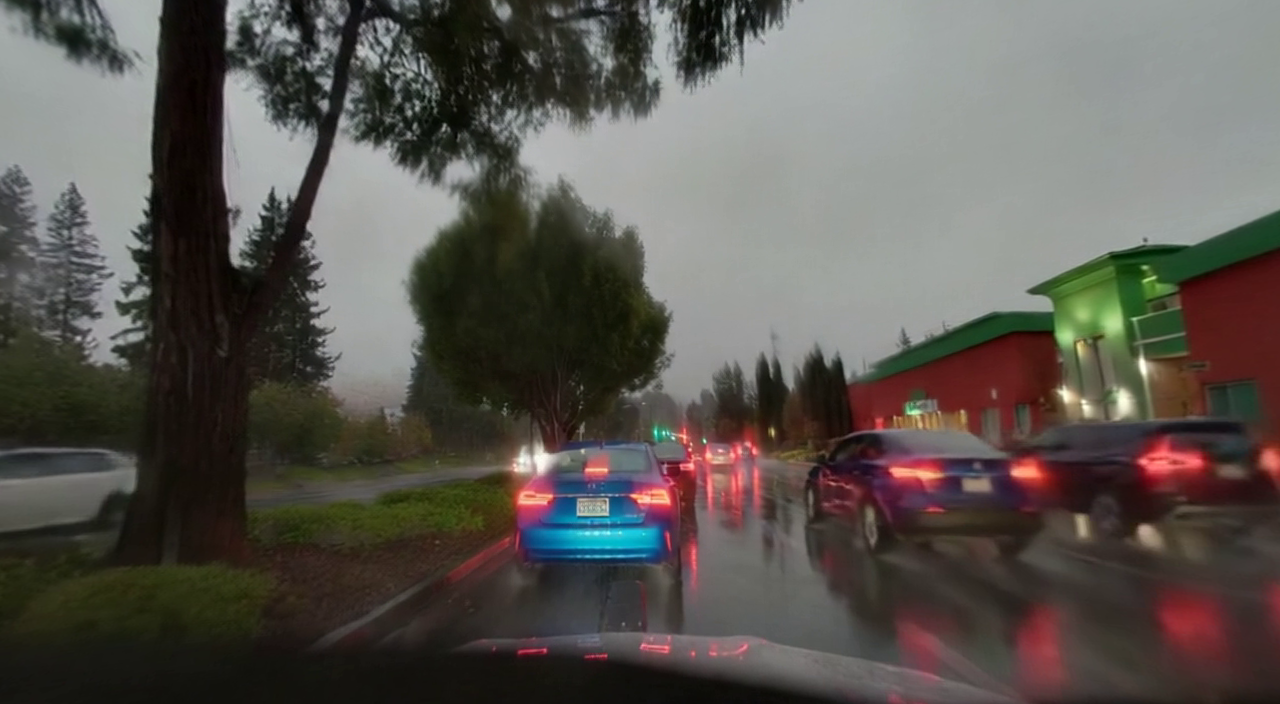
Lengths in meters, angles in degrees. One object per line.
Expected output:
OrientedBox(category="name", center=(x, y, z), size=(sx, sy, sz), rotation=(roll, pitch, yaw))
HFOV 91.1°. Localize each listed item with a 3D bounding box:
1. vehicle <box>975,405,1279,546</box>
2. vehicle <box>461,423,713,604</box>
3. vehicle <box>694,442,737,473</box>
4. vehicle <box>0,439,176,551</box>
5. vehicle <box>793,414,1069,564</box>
OrientedBox(category="vehicle", center=(7.610, 1.864, 10.051), size=(2.064, 1.747, 4.372), rotation=(0, -9, 1))
OrientedBox(category="vehicle", center=(-0.454, 1.668, 7.368), size=(2.111, 1.506, 4.018), rotation=(0, -8, 0))
OrientedBox(category="vehicle", center=(4.274, 6.034, 36.108), size=(1.946, 1.648, 4.230), rotation=(0, -9, 1))
OrientedBox(category="vehicle", center=(-12.083, 2.602, 11.771), size=(2.257, 1.904, 5.751), rotation=(0, -9, 1))
OrientedBox(category="vehicle", center=(3.730, 1.827, 9.125), size=(1.971, 1.637, 4.317), rotation=(0, -9, 1))
